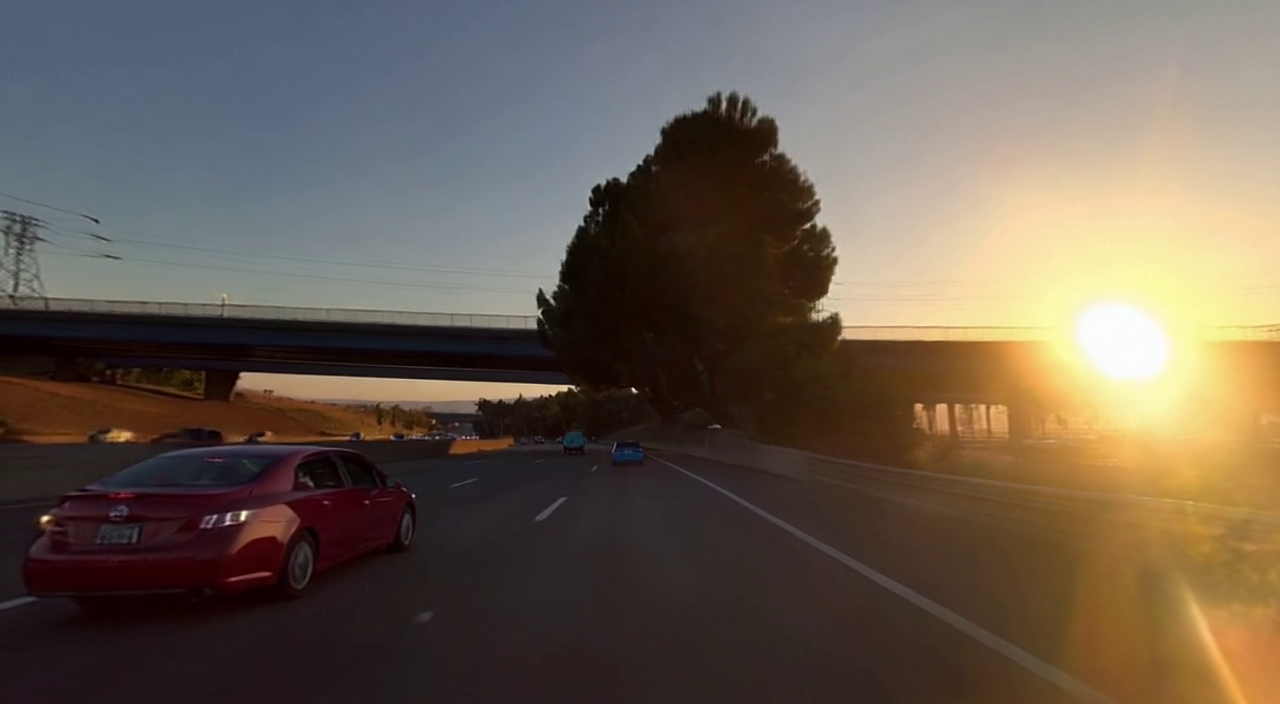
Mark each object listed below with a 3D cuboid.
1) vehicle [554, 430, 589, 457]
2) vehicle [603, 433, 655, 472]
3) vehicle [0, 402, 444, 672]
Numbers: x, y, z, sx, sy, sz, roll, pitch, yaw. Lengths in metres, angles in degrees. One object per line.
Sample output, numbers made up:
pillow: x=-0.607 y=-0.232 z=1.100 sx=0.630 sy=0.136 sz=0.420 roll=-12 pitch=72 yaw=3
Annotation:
vehicle: x=-4.829 y=6.534 z=44.771 sx=2.174 sy=1.806 sz=3.932 roll=0 pitch=-8 yaw=-2
vehicle: x=-0.488 y=4.118 z=25.968 sx=1.954 sy=1.460 sz=3.983 roll=0 pitch=-8 yaw=-2
vehicle: x=-3.610 y=1.362 z=5.901 sx=2.035 sy=1.514 sz=4.600 roll=0 pitch=-8 yaw=0
